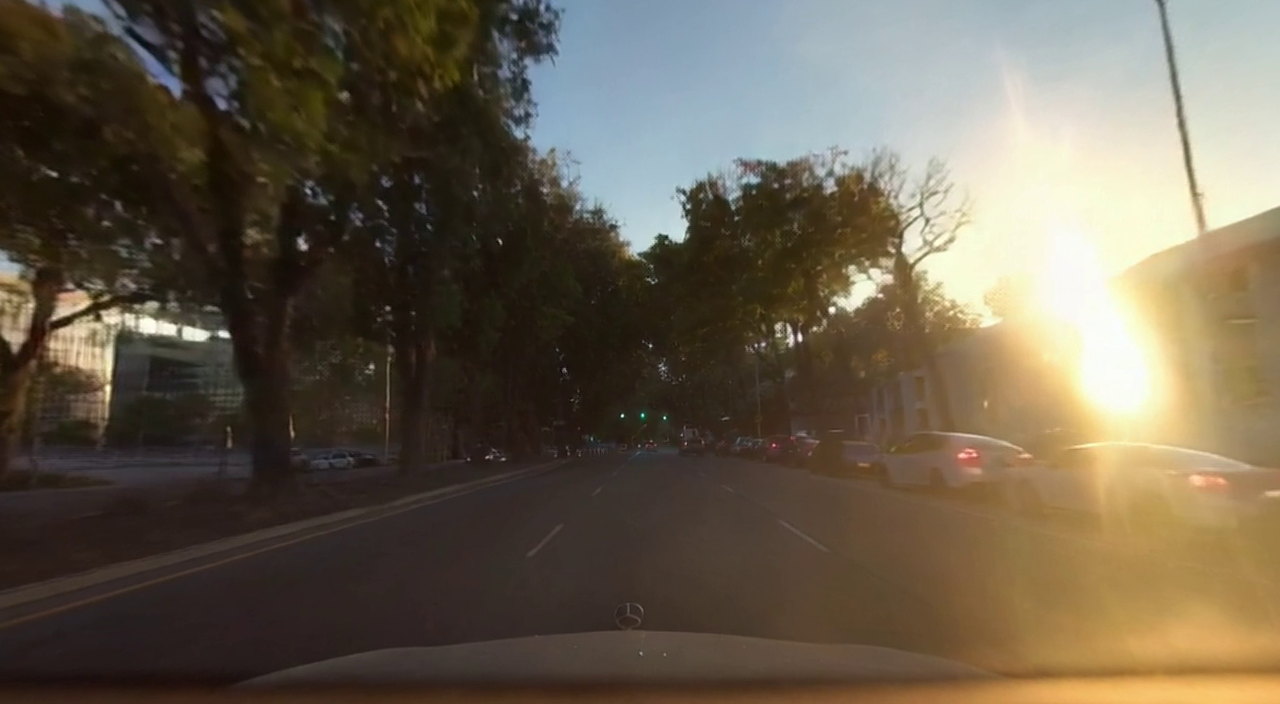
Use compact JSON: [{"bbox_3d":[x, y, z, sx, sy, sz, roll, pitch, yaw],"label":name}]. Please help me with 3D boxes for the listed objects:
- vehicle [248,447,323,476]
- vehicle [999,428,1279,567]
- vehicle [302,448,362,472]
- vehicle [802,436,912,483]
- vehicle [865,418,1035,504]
[{"bbox_3d":[-21.779,6.704,38.986,1.968,1.615,4.591,0,-8,1],"label":"vehicle"},{"bbox_3d":[7.537,1.907,9.187,1.834,1.494,4.633,0,-8,0],"label":"vehicle"},{"bbox_3d":[-21.621,7.545,44.503,1.909,1.495,4.786,-1,-8,0],"label":"vehicle"},{"bbox_3d":[7.507,3.757,22.466,2.196,1.471,4.999,0,-8,0],"label":"vehicle"},{"bbox_3d":[7.491,2.677,15.915,1.908,1.833,4.711,0,-8,1],"label":"vehicle"}]
